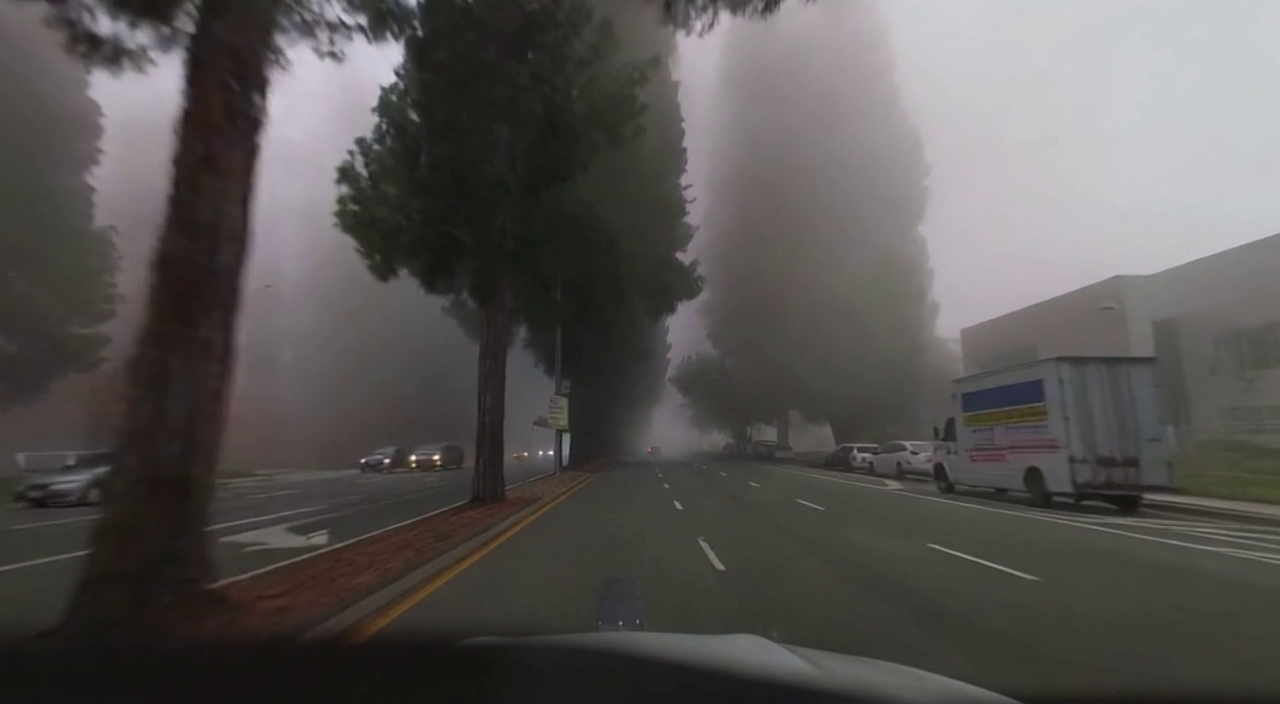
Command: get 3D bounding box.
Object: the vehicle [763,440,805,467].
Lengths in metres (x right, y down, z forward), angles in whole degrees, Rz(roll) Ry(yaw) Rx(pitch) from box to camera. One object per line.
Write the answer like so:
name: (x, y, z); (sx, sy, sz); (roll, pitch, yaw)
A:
vehicle: (10.152, 7.165, 44.883); (1.960, 1.817, 4.463); (0, -8, 1)

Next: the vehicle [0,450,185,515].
vehicle: (-15.314, 3.481, 17.473); (2.011, 1.496, 4.650); (0, -8, 0)

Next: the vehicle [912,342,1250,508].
vehicle: (9.680, 1.881, 15.427); (2.670, 3.016, 7.732); (0, -8, 1)

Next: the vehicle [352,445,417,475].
vehicle: (-15.251, 6.427, 38.001); (1.958, 1.687, 4.621); (0, -8, 0)

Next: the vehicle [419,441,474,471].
vehicle: (-11.671, 6.308, 38.438); (1.950, 1.699, 4.347); (0, -8, 0)

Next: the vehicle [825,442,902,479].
vehicle: (10.226, 4.989, 29.305); (1.808, 1.551, 4.450); (0, -8, -2)
